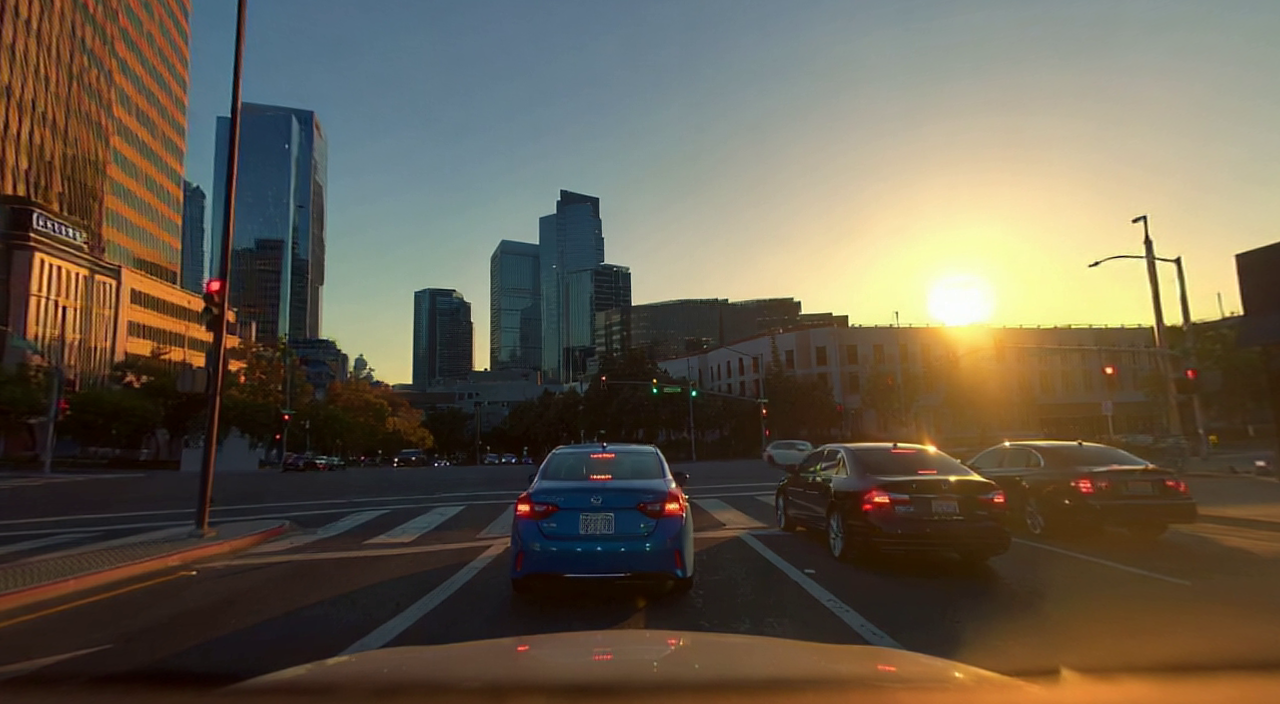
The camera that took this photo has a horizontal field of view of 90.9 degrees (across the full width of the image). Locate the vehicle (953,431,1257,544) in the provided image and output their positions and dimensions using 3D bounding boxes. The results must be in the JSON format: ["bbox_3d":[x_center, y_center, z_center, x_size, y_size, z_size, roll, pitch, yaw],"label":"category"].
[{"bbox_3d":[7.438,2.164,10.783,1.908,1.517,4.182,0,-8,-1],"label":"vehicle"}]

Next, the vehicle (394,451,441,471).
[{"bbox_3d":[-17.131,8.384,48.680,2.048,1.463,4.530,0,-8,-1],"label":"vehicle"}]

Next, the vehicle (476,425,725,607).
[{"bbox_3d":[-0.374,1.653,7.283,2.059,1.477,3.988,0,-8,-1],"label":"vehicle"}]

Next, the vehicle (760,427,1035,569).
[{"bbox_3d":[3.209,1.887,8.966,2.042,1.508,4.109,0,-8,-2],"label":"vehicle"}]
